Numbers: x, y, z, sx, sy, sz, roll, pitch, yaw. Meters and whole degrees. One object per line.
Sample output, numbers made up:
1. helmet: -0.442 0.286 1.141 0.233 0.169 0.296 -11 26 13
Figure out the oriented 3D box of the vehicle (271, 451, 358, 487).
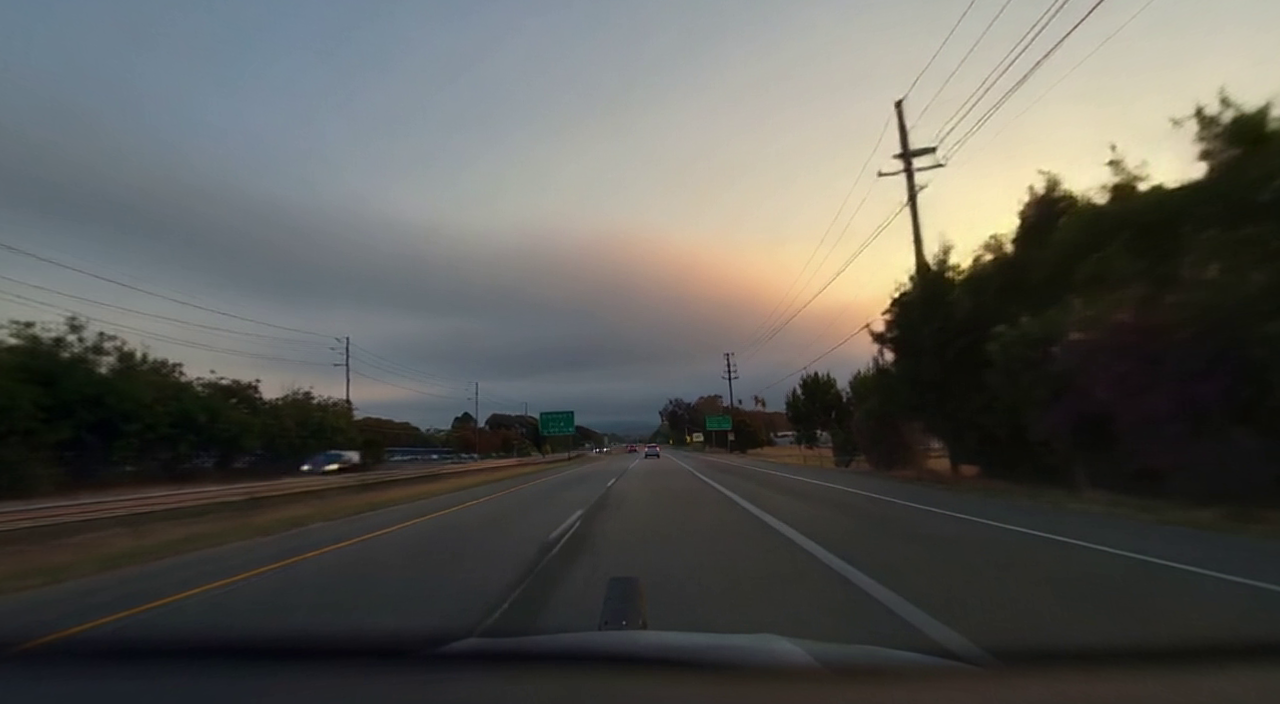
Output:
1. vehicle: -16.496 5.913 32.244 1.898 1.651 4.510 -1 -8 2
